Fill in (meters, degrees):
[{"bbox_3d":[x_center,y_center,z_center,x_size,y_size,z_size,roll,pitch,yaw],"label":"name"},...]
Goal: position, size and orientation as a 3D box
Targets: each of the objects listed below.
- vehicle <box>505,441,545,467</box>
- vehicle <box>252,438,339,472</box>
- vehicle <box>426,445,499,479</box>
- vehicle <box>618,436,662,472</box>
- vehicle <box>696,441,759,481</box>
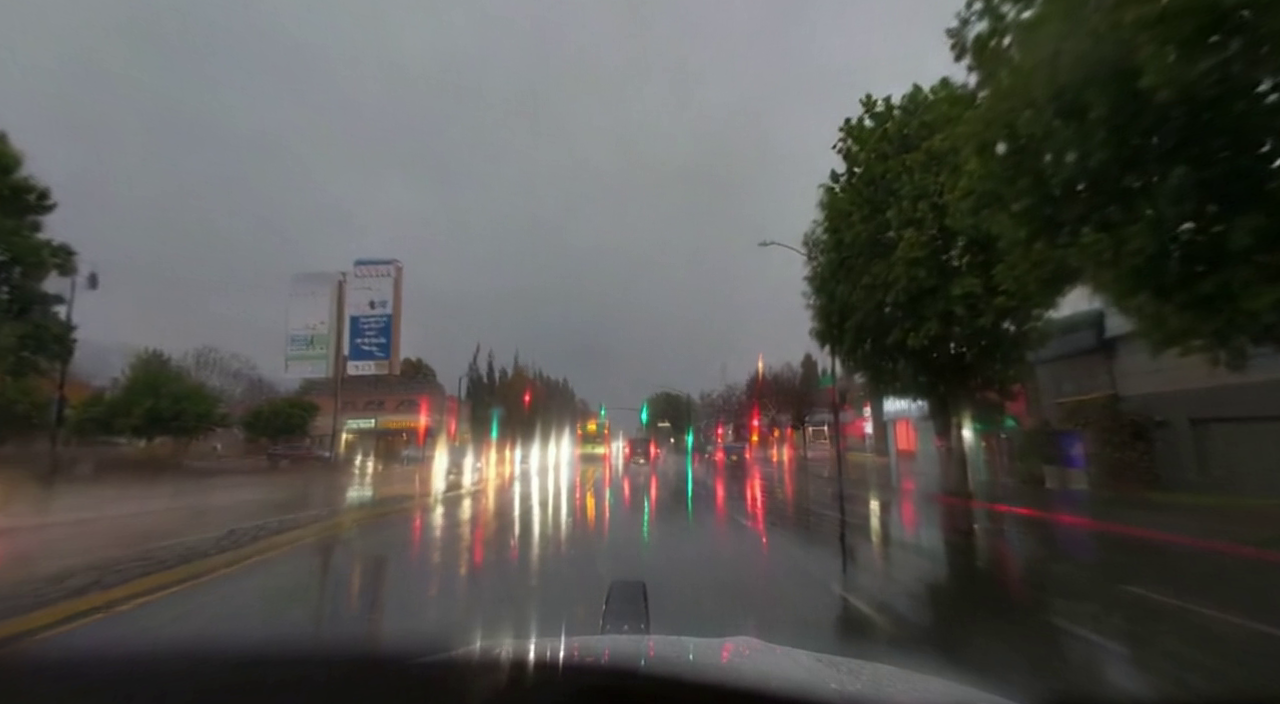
[{"bbox_3d":[-8.537,7.569,47.042,2.154,1.832,4.820,0,-8,-1],"label":"vehicle"},{"bbox_3d":[-22.102,6.652,40.844,2.306,1.967,6.392,1,-9,-3],"label":"vehicle"},{"bbox_3d":[-8.315,5.181,29.988,2.228,1.476,4.162,0,-8,0],"label":"vehicle"},{"bbox_3d":[-0.032,5.618,34.883,2.301,1.837,4.411,0,-8,-1],"label":"vehicle"},{"bbox_3d":[3.658,4.609,26.985,2.046,1.540,3.883,0,-8,-1],"label":"vehicle"}]
